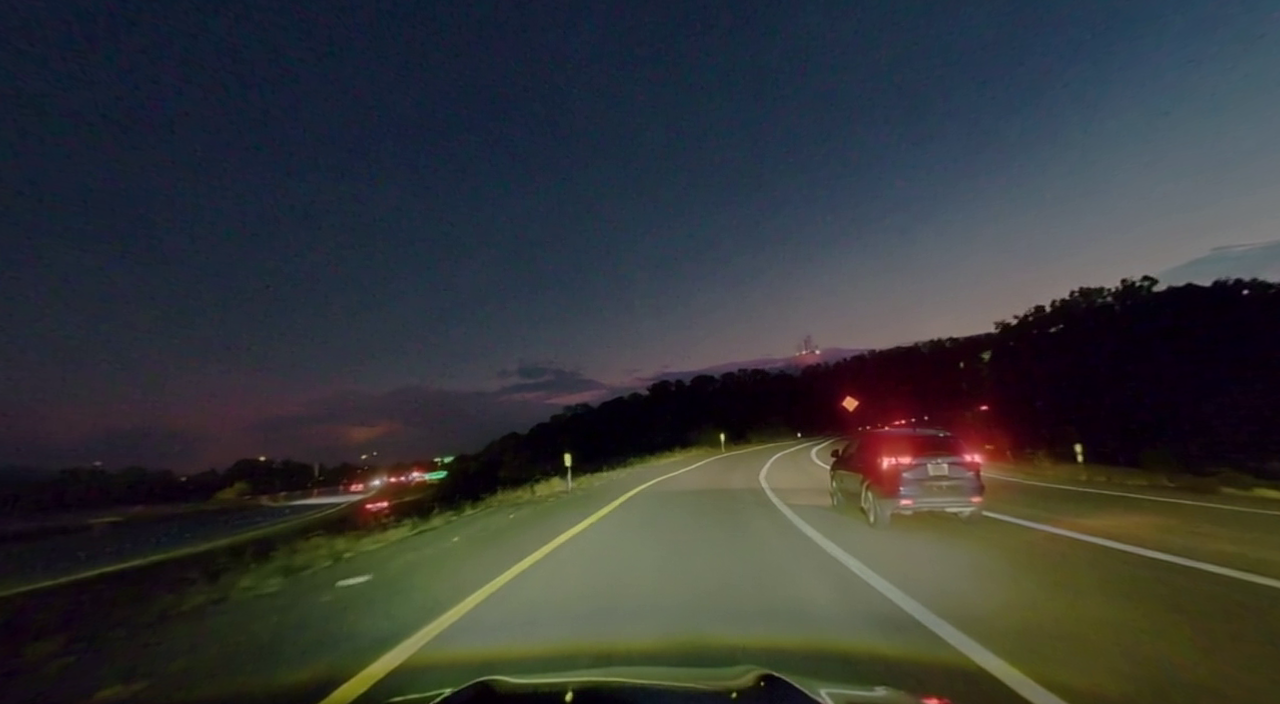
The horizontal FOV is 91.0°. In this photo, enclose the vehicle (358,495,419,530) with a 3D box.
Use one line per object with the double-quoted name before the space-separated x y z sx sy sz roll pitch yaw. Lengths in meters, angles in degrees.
"vehicle" -19.146 12.243 47.981 3.746 2.325 2.109 -4 -9 10
